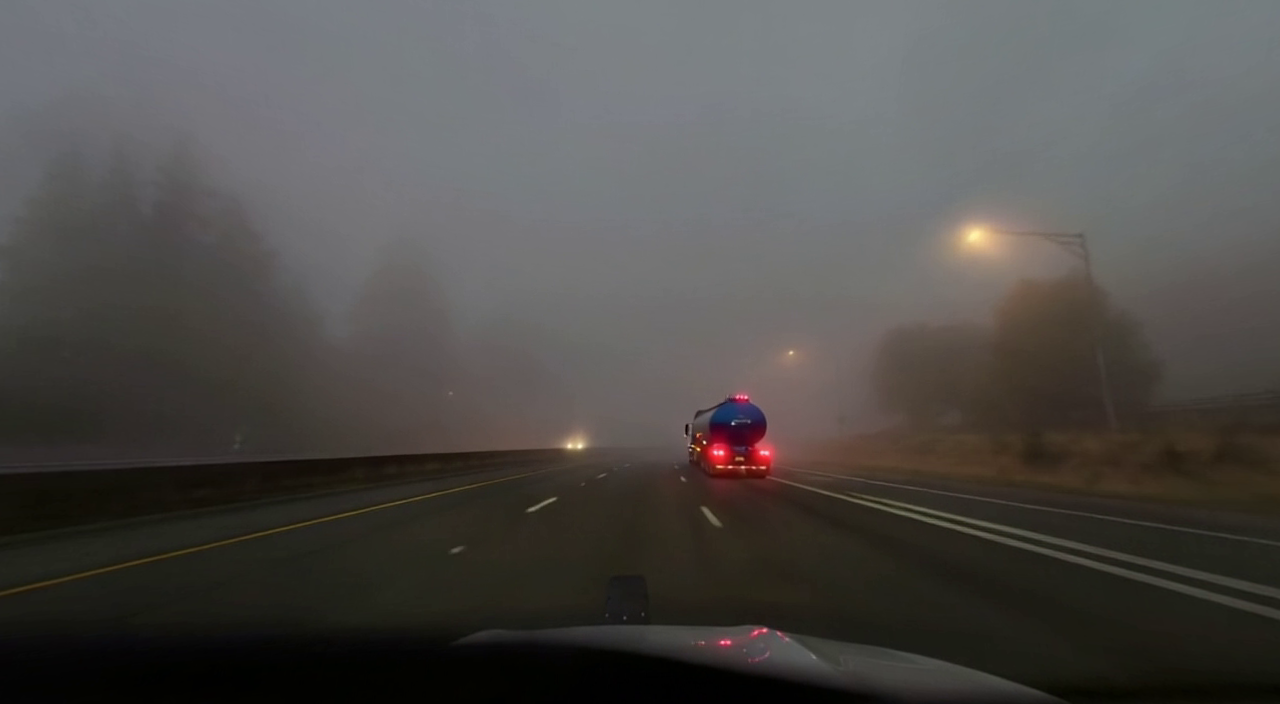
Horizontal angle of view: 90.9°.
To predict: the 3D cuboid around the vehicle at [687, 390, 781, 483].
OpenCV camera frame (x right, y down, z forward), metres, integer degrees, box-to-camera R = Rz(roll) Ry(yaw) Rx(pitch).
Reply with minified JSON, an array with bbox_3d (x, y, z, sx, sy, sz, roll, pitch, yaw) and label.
[{"bbox_3d":[4.199,4.353,31.887,2.880,3.624,14.397,0,-8,1],"label":"vehicle"}]
